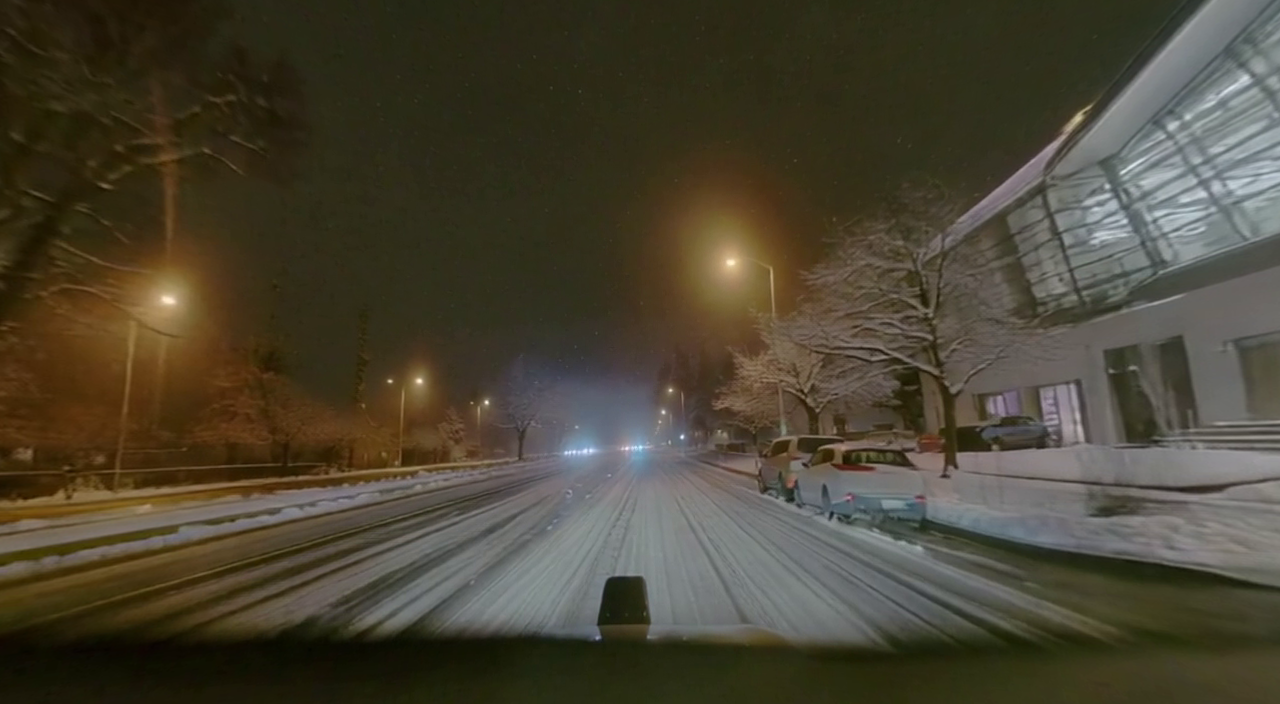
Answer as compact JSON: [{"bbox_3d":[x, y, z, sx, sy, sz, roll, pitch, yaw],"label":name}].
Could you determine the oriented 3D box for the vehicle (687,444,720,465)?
[{"bbox_3d":[4.572,7.424,45.832,1.910,1.429,4.441,0,-8,0],"label":"vehicle"}]

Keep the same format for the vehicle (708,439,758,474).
[{"bbox_3d":[4.682,5.336,32.420,1.906,1.620,4.837,0,-8,0],"label":"vehicle"}]

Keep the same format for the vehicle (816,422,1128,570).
[{"bbox_3d":[4.333,1.944,9.491,1.962,1.590,5.179,0,-8,1],"label":"vehicle"}]
